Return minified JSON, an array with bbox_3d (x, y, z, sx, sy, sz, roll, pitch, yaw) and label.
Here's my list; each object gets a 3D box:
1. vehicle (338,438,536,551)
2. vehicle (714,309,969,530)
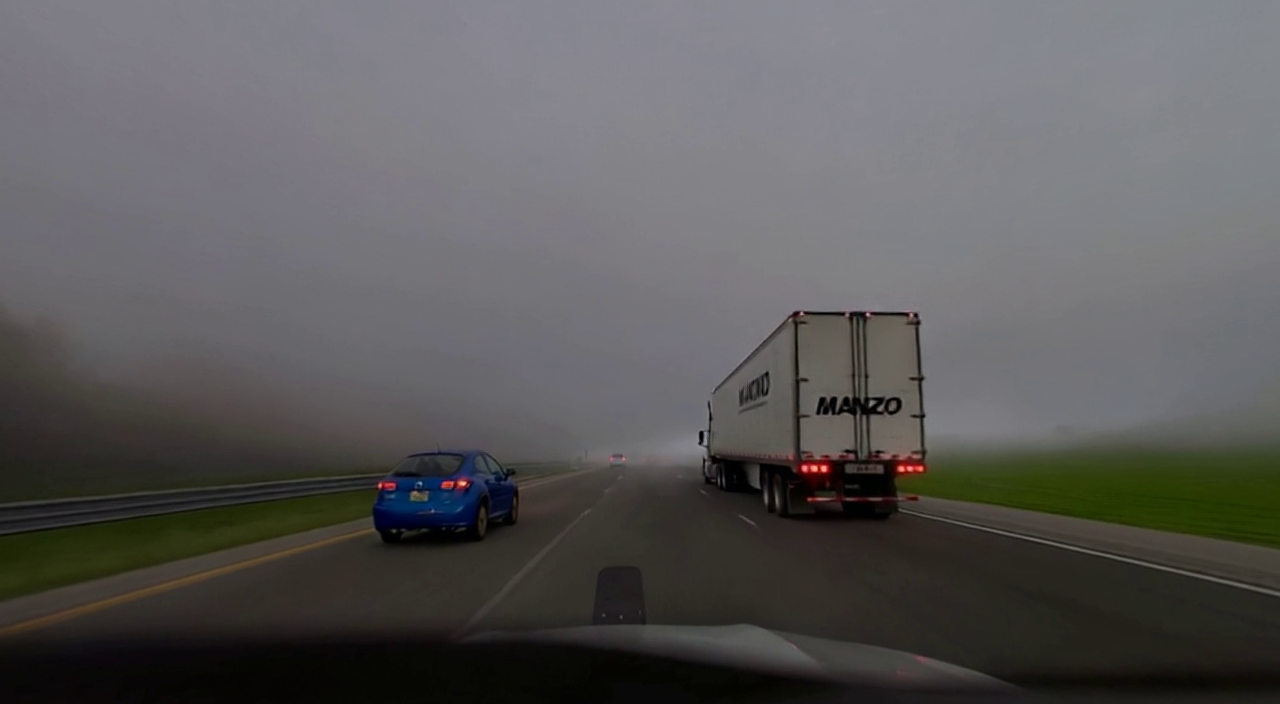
[{"bbox_3d":[-3.172,2.310,10.918,1.945,1.537,4.294,0,-9,1],"label":"vehicle"},{"bbox_3d":[4.453,2.256,18.489,2.832,4.034,13.924,0,-9,0],"label":"vehicle"}]
